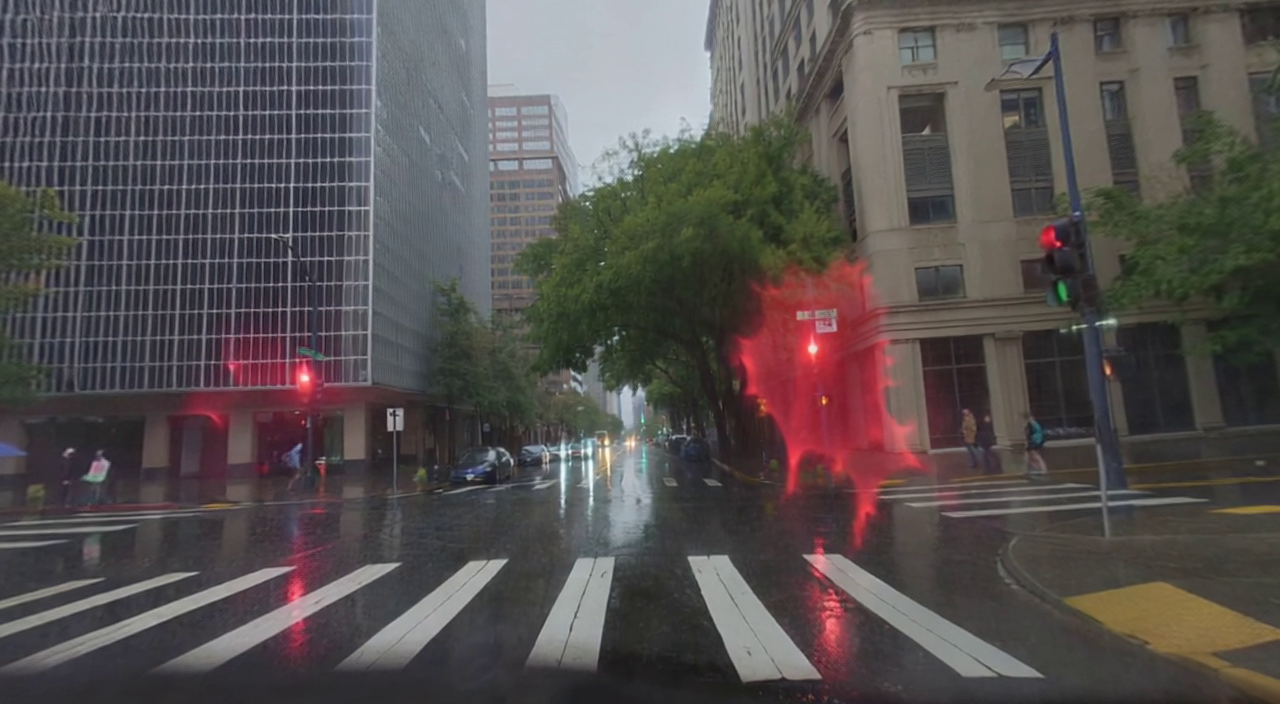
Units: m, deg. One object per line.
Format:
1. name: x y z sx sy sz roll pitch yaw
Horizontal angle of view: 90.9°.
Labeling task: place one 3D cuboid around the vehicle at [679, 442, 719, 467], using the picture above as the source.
1. vehicle: 3.555 6.277 38.865 1.853 1.426 4.160 1 -8 -3

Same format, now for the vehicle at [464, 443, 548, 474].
1. vehicle: -8.018 6.375 38.013 1.963 1.726 4.526 -8 -12 44

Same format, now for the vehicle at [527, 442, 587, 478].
1. vehicle: -3.654 4.816 28.492 1.989 1.481 4.500 0 -8 1
